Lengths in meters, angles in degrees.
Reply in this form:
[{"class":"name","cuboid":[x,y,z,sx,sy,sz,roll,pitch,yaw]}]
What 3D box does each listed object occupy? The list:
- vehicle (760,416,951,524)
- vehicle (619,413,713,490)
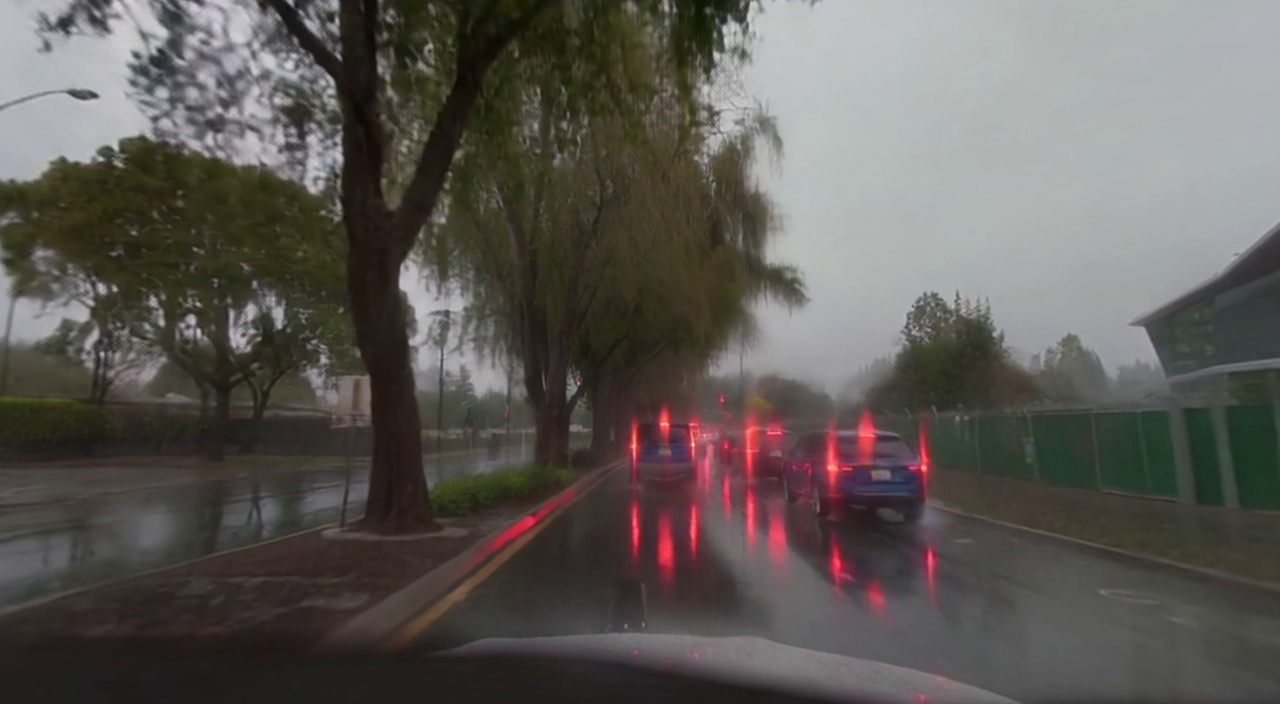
[{"class":"vehicle","cuboid":[3.909,2.259,12.560,2.138,1.699,4.852,0,-8,1]},{"class":"vehicle","cuboid":[0.724,2.859,18.267,2.386,1.947,4.168,-1,-8,2]}]
